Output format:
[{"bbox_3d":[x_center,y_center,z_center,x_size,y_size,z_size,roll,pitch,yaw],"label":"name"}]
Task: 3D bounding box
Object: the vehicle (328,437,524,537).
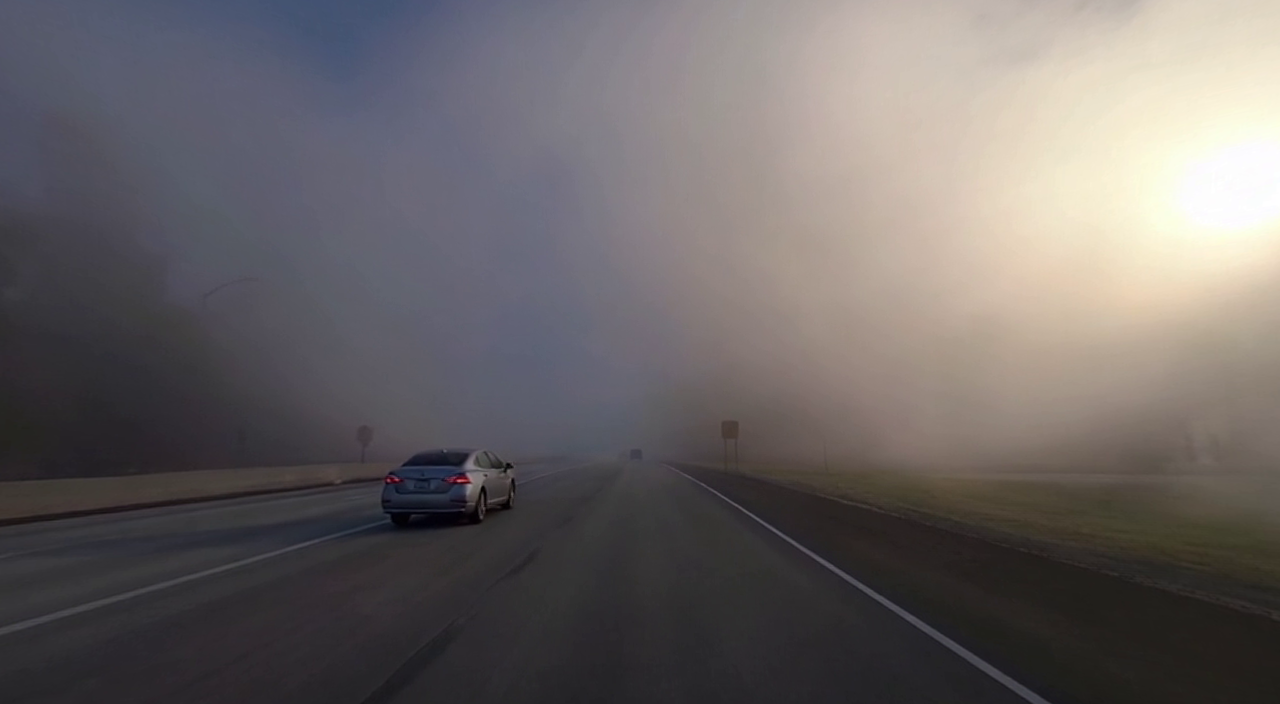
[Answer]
[{"bbox_3d":[-3.851,2.499,12.416,2.092,1.562,4.748,0,-8,2],"label":"vehicle"}]
